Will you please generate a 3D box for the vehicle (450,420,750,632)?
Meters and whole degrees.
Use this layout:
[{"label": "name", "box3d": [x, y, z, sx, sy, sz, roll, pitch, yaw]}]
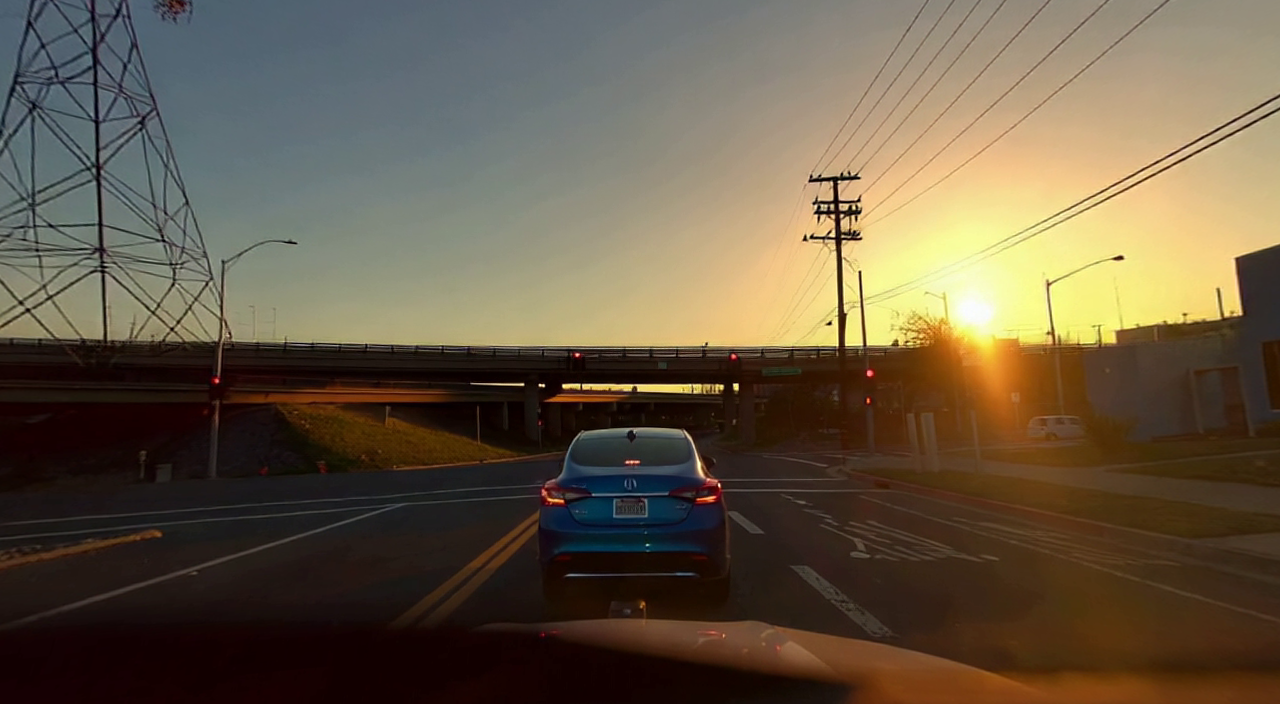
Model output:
[{"label": "vehicle", "box3d": [-0.243, 1.526, 6.477, 2.090, 1.458, 4.033, -1, -9, 1]}]
